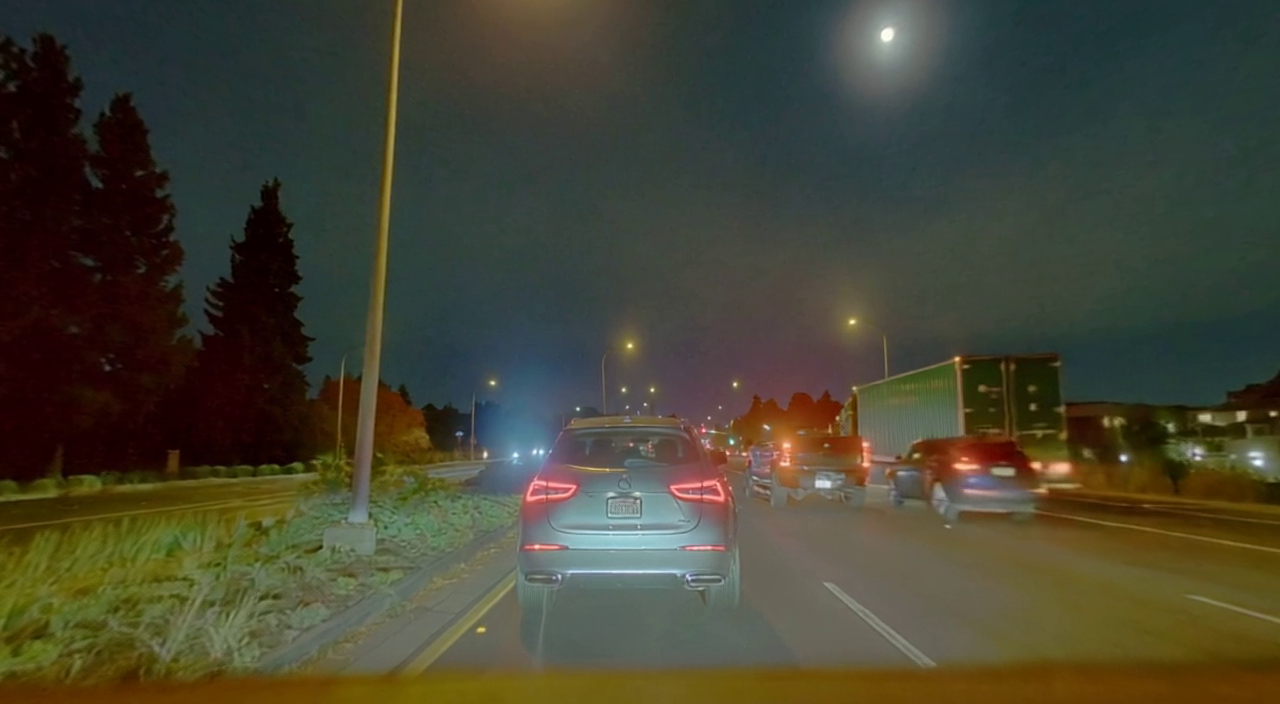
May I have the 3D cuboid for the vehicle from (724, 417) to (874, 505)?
[{"bbox_3d":[4.006,2.938,17.356,2.440,1.962,6.363,0,-8,0],"label":"vehicle"}]

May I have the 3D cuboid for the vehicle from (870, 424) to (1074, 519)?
[{"bbox_3d":[7.244,2.644,14.466,2.024,1.810,4.807,0,-8,0],"label":"vehicle"}]

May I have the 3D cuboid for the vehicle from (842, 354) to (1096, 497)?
[{"bbox_3d":[10.999,2.870,23.226,3.025,3.993,11.243,0,-9,-1],"label":"vehicle"}]

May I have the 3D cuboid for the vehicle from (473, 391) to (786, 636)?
[{"bbox_3d":[-0.097,1.428,6.484,2.172,1.694,4.055,0,-8,-1],"label":"vehicle"}]
